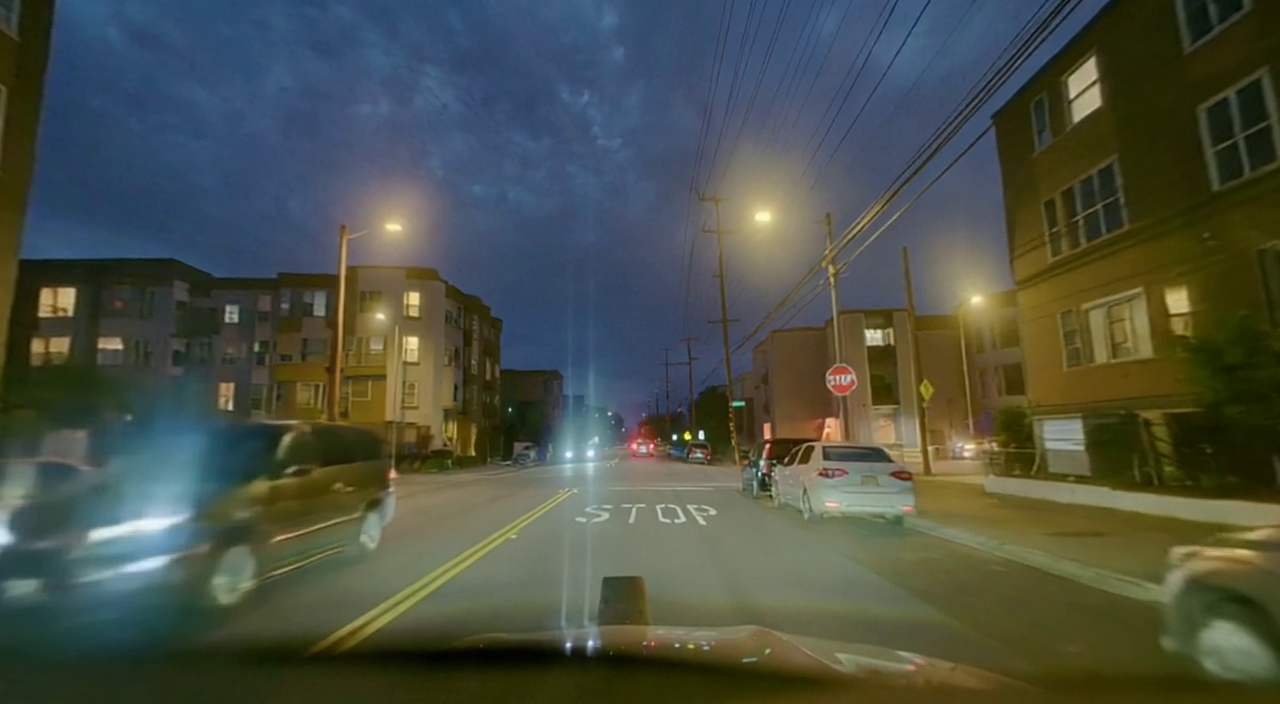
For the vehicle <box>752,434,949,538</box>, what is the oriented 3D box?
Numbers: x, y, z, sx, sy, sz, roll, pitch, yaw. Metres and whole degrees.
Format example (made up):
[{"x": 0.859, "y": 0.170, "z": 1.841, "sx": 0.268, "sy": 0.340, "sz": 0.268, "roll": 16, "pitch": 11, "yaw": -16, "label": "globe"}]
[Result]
[{"x": 3.518, "y": 2.315, "z": 11.614, "sx": 1.888, "sy": 1.495, "sz": 4.567, "roll": 0, "pitch": -9, "yaw": -2, "label": "vehicle"}]

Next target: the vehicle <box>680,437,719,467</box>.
[{"x": 3.884, "y": 6.646, "z": 42.057, "sx": 2.164, "sy": 1.721, "sz": 4.416, "roll": -4, "pitch": -9, "yaw": 1, "label": "vehicle"}]

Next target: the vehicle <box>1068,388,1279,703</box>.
[{"x": 3.651, "y": 0.787, "z": 1.368, "sx": 2.040, "sy": 1.637, "sz": 4.734, "roll": 0, "pitch": -9, "yaw": -1, "label": "vehicle"}]

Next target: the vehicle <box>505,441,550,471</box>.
[{"x": -7.511, "y": 6.963, "z": 42.521, "sx": 2.140, "sy": 1.874, "sz": 4.475, "roll": 0, "pitch": -9, "yaw": 0, "label": "vehicle"}]

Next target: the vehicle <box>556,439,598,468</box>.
[{"x": -4.128, "y": 6.792, "z": 42.339, "sx": 2.201, "sy": 1.801, "sz": 4.750, "roll": -1, "pitch": -9, "yaw": 2, "label": "vehicle"}]

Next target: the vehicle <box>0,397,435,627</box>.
[{"x": -4.405, "y": 1.601, "z": 7.323, "sx": 2.452, "sy": 1.778, "sz": 4.634, "roll": 0, "pitch": -9, "yaw": 0, "label": "vehicle"}]
